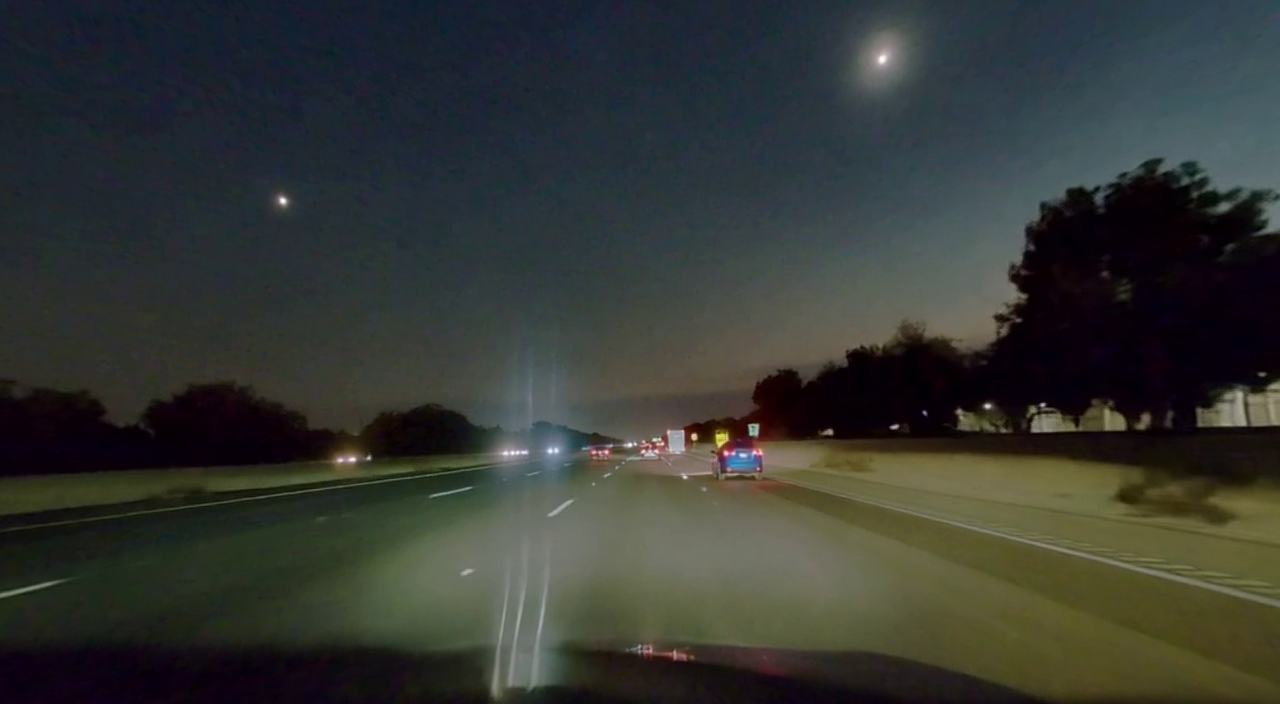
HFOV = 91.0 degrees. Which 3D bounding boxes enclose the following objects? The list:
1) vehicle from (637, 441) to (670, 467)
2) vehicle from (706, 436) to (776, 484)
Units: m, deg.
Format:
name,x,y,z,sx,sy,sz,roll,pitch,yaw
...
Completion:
name,x,y,z,sx,sy,sz,roll,pitch,yaw
vehicle,0.929,7.373,45.737,2.205,1.785,4.423,0,-9,0
vehicle,3.929,4.288,25.225,2.082,1.720,4.393,0,-9,0
